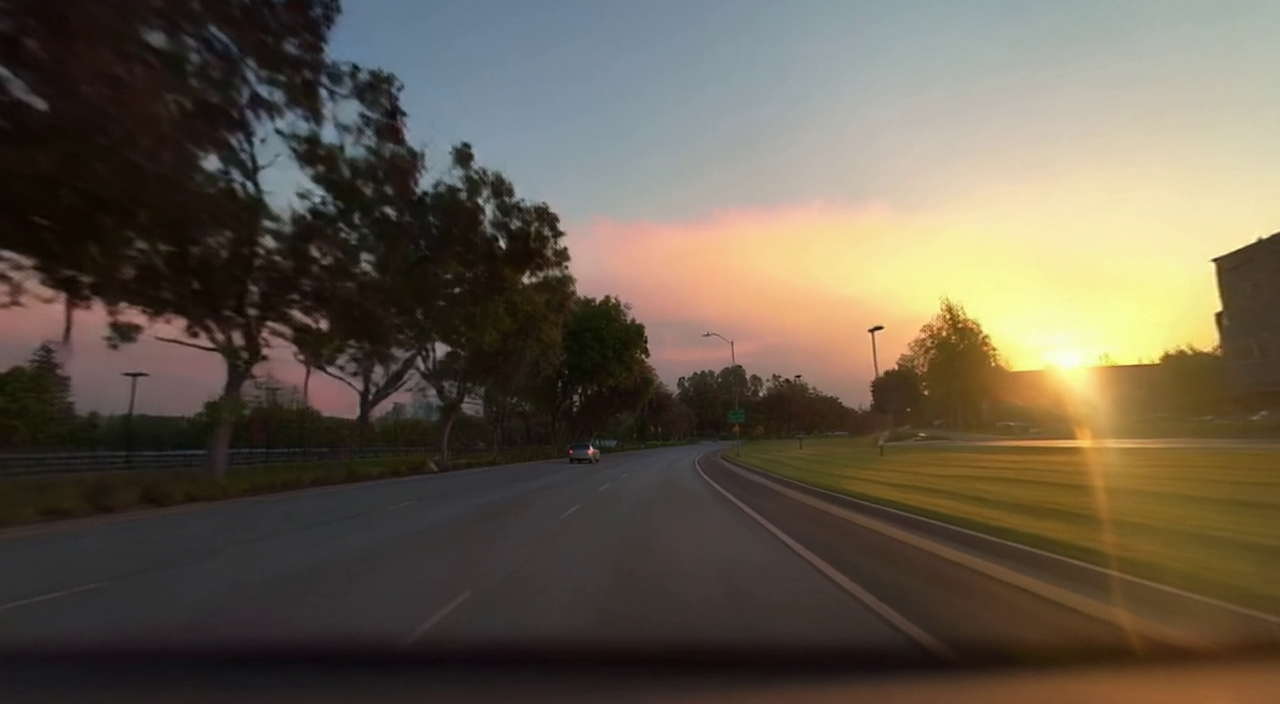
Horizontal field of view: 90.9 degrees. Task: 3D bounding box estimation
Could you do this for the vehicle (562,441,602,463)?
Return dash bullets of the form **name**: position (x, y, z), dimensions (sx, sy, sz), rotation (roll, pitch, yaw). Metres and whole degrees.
- **vehicle**: position (-4.027, 7.022, 44.364), dimensions (1.945, 1.461, 4.605), rotation (-1, -8, 5)
